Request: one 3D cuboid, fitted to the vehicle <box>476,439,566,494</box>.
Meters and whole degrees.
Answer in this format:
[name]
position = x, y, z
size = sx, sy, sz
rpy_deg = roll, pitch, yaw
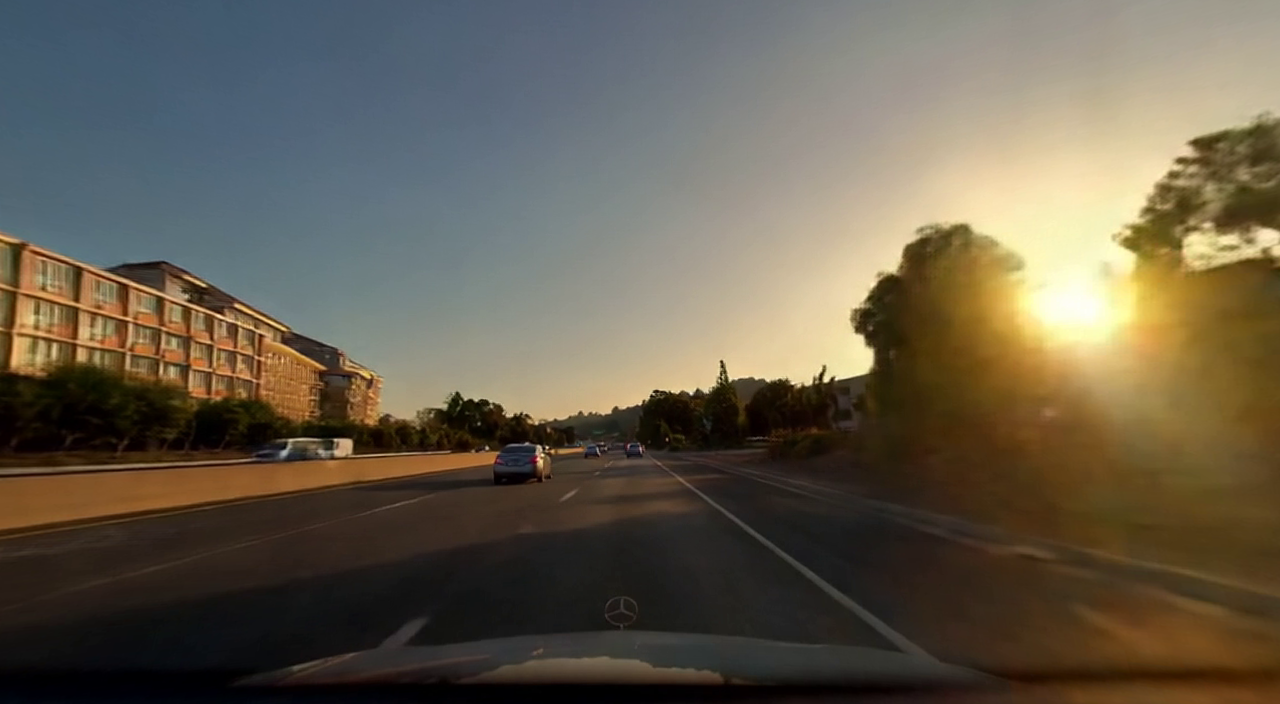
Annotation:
[vehicle]
position = -3.435, 3.390, 19.091
size = 1.920, 1.463, 4.134
rpy_deg = 0, -9, 0
